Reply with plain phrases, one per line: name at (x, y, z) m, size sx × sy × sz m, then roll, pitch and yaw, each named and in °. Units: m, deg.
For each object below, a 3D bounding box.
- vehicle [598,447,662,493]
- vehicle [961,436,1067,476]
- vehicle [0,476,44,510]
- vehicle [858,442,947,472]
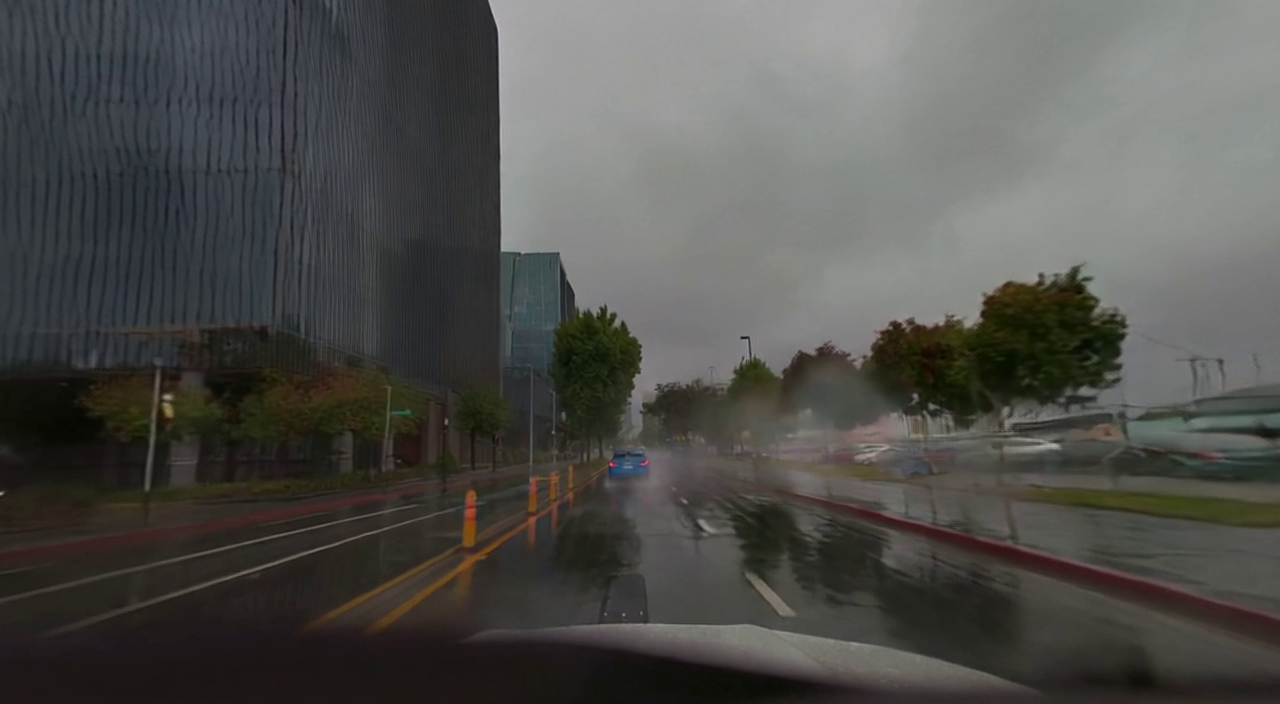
vehicle at (-0.383, 4.121, 22.429) m, size 2.063 × 1.442 × 4.135 m, roll 0°, pitch -9°, yaw -2°
vehicle at (15.181, 4.247, 25.844) m, size 1.913 × 1.470 × 3.714 m, roll 0°, pitch -9°, yaw -3°
vehicle at (-32.565, 7.303, 32.802) m, size 1.970 × 1.476 × 3.940 m, roll 7°, pitch -12°, yaw -41°
vehicle at (14.335, 5.722, 34.614) m, size 4.003 × 1.476 × 1.884 m, roll -2°, pitch -8°, yaw 2°
